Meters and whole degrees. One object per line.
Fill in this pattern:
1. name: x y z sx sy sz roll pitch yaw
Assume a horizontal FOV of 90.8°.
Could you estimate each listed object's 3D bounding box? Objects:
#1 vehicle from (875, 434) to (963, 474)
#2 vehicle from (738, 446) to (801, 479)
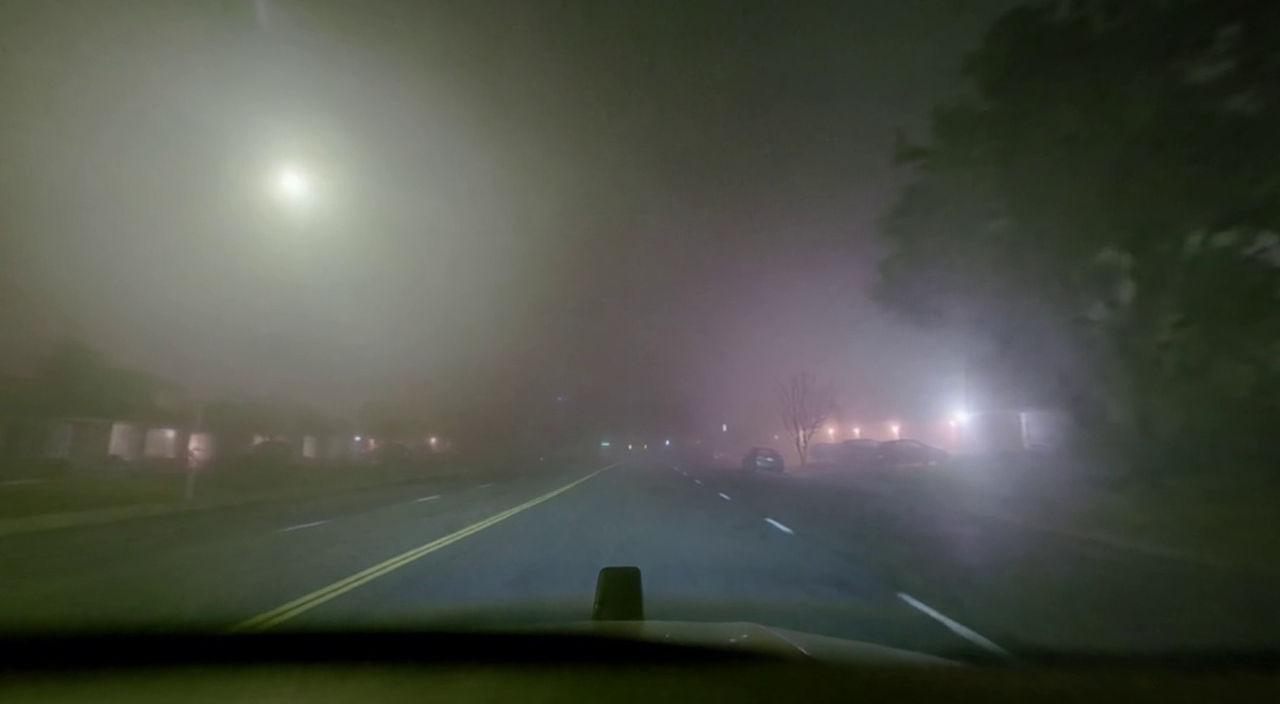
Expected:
1. vehicle: 13.379 4.931 30.626 1.978 1.738 4.734 -2 -9 -1
2. vehicle: 6.561 5.635 32.547 2.042 1.511 5.029 0 -9 -2
